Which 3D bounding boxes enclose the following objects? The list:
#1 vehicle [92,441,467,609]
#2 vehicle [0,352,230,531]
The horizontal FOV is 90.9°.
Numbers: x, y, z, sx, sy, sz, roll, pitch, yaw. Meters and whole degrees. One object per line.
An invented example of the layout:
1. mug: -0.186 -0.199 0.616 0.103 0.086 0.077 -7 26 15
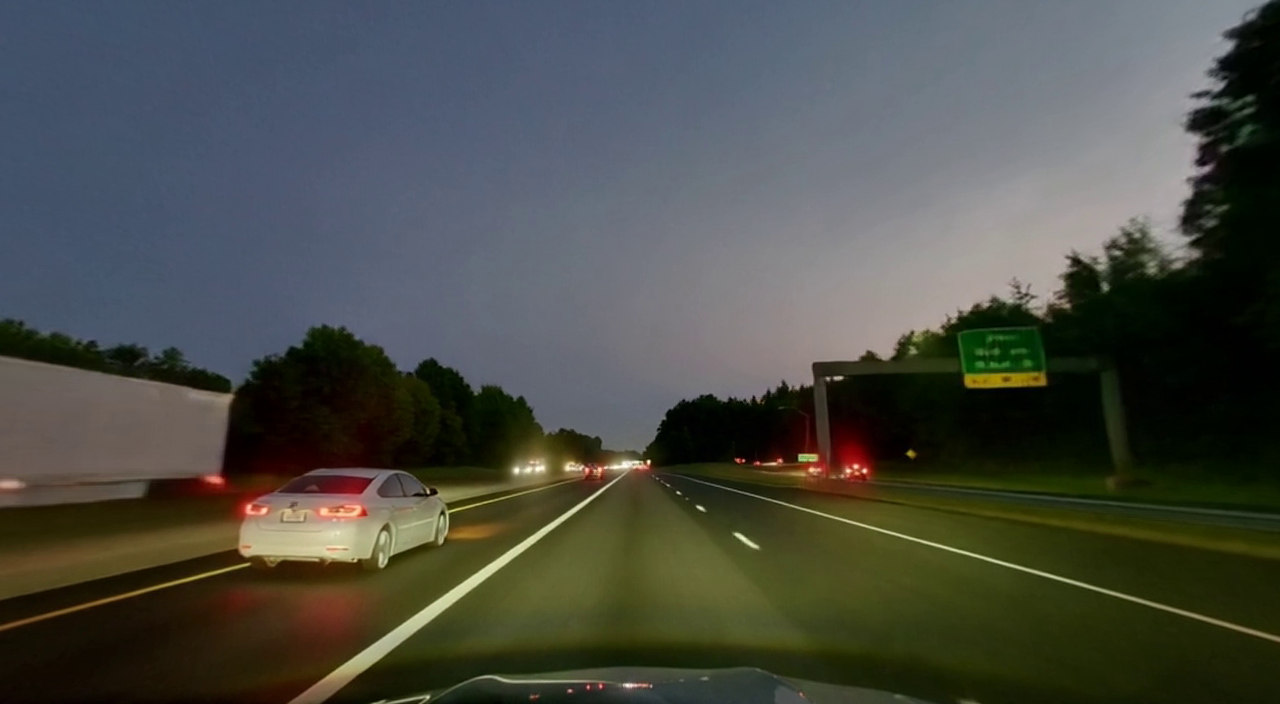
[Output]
1. vehicle: -3.814 1.956 7.875 1.998 1.427 4.462 1 -11 0
2. vehicle: -16.244 2.171 15.153 3.270 4.015 14.199 1 -11 0
